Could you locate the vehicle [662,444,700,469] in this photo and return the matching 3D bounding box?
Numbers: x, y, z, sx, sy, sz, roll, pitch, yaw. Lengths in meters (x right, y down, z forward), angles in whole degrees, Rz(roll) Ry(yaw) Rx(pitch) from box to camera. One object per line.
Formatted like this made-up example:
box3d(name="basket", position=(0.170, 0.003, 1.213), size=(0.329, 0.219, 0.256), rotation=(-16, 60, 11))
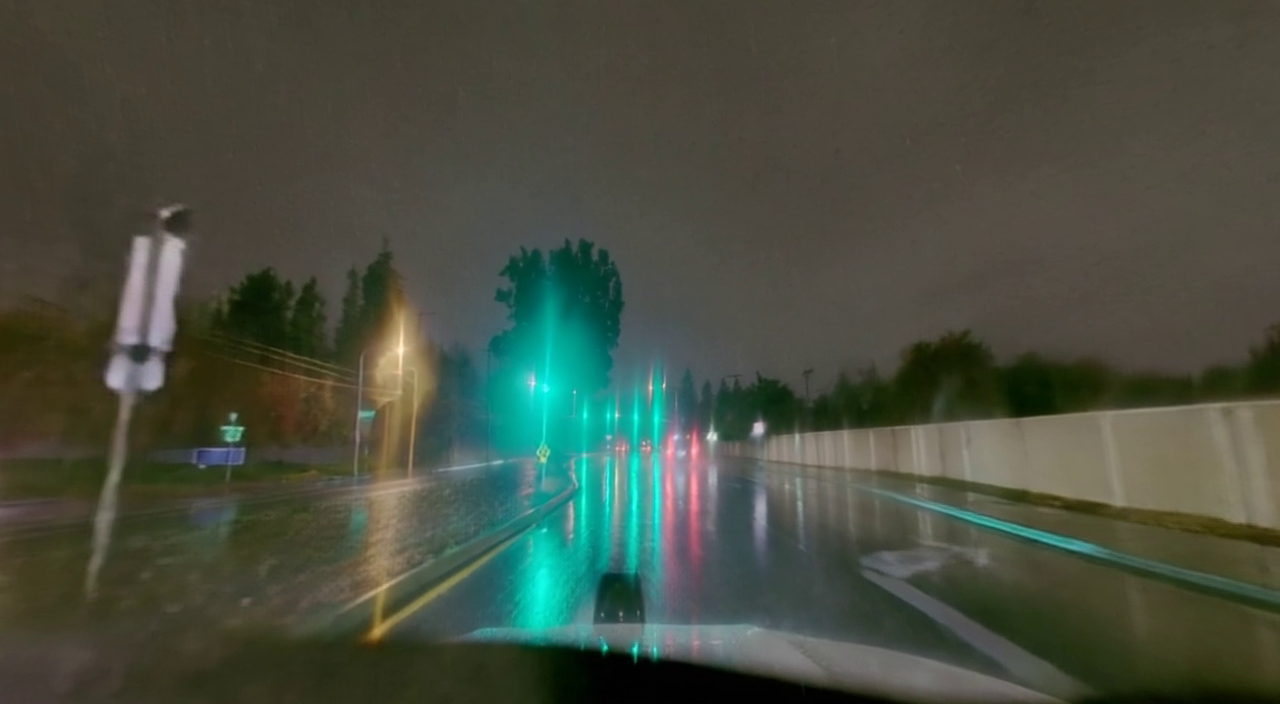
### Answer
box3d(name="vehicle", position=(2.522, 6.606, 39.846), size=(2.105, 1.490, 4.008), rotation=(0, -9, -1))
